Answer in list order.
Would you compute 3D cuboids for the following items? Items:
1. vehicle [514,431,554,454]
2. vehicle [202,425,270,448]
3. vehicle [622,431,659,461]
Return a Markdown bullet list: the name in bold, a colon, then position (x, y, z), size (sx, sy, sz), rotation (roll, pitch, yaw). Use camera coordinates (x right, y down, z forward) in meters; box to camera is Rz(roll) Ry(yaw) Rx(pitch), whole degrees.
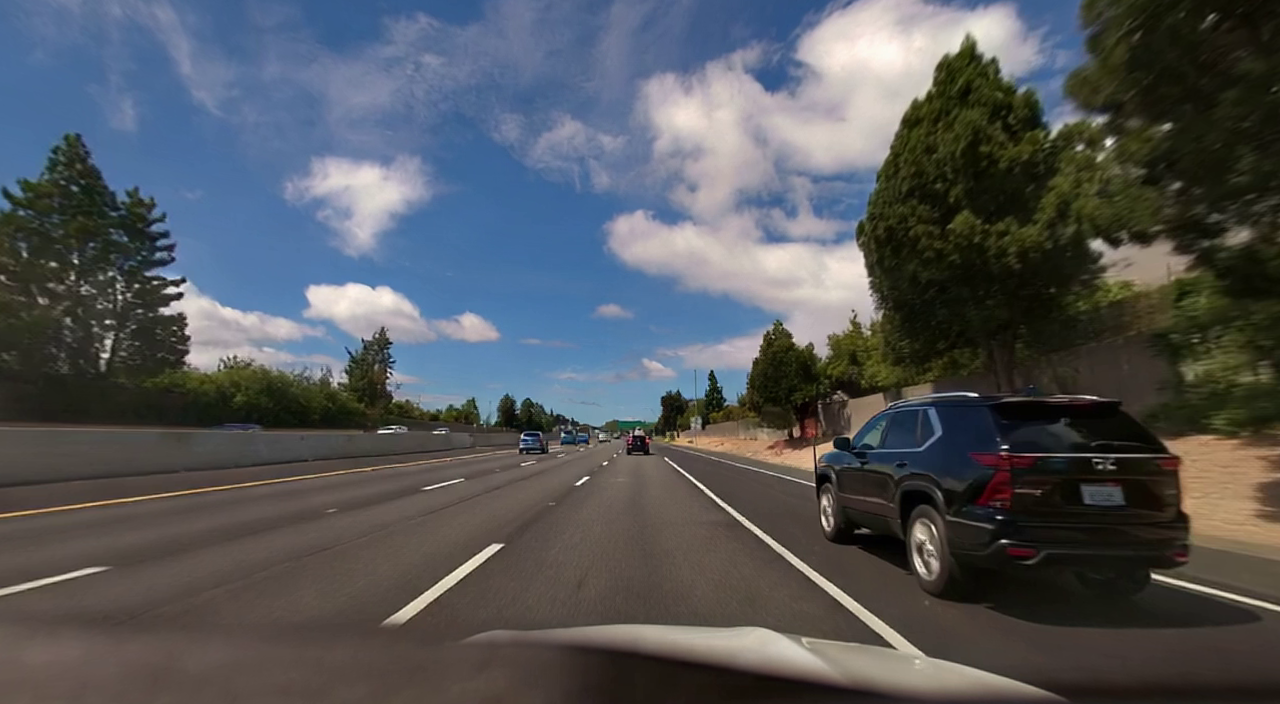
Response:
- **vehicle**: position (-7.490, 6.469, 44.868), size (2.019, 1.523, 4.396), rotation (0, -8, 1)
- **vehicle**: position (-28.370, 5.976, 44.367), size (1.930, 1.565, 4.282), rotation (0, -8, 0)
- **vehicle**: position (0.025, 5.812, 38.932), size (2.141, 1.706, 4.065), rotation (0, -8, 0)
